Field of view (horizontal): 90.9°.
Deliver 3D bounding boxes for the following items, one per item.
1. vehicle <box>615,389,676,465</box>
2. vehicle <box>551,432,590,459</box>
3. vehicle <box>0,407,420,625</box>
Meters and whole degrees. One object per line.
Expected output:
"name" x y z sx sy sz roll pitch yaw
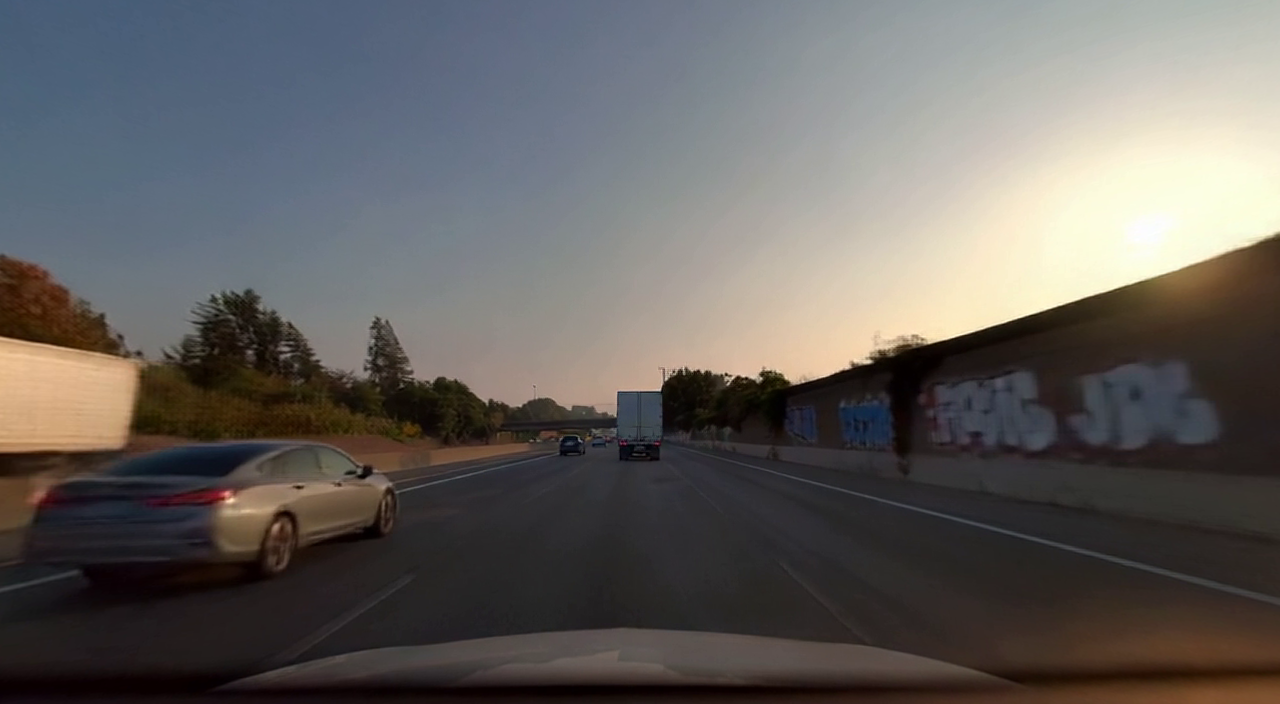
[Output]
"vehicle" 0.133 4.263 35.314 2.927 3.649 9.443 0 -8 -2
"vehicle" -4.373 5.954 40.258 2.058 1.645 4.130 0 -8 0
"vehicle" -4.129 1.465 6.764 1.948 1.526 4.525 0 -8 -1
